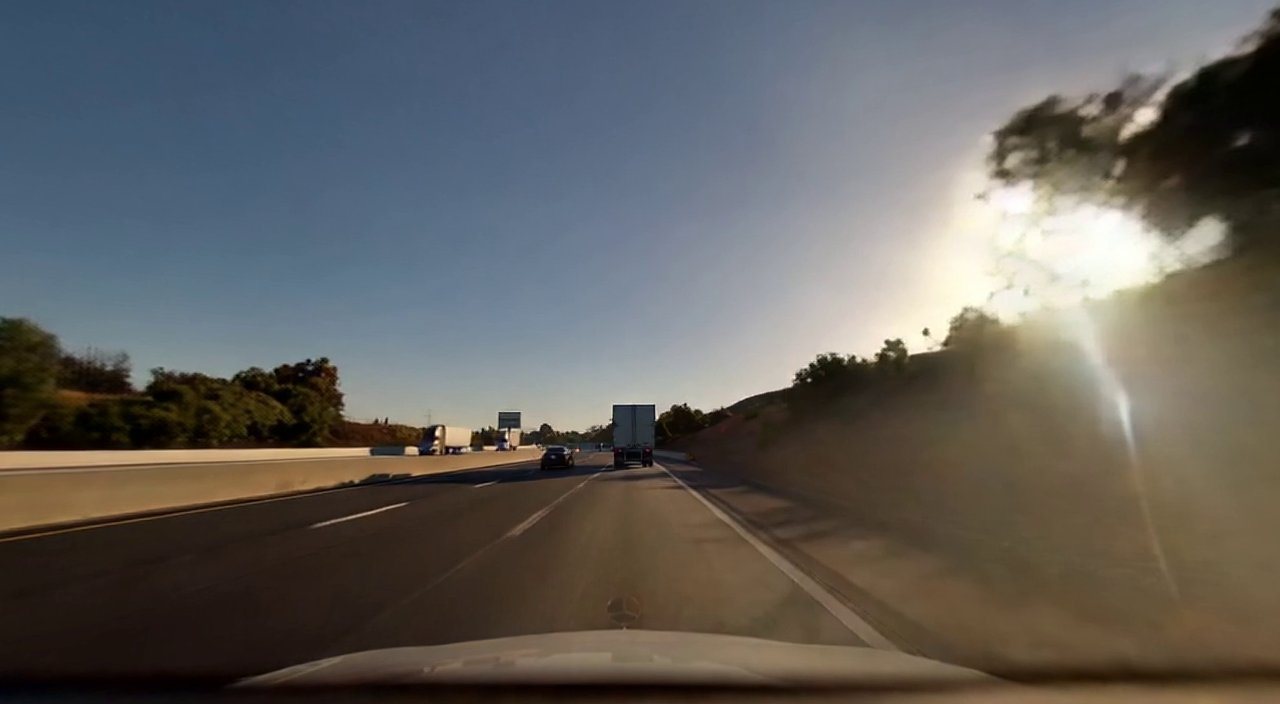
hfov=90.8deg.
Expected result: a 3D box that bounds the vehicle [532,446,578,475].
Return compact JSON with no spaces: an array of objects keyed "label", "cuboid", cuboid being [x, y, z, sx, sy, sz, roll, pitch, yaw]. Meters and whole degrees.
[{"label":"vehicle","cuboid":[-4.654,5.974,35.109,1.892,1.471,5.047,0,-9,-1]}]
